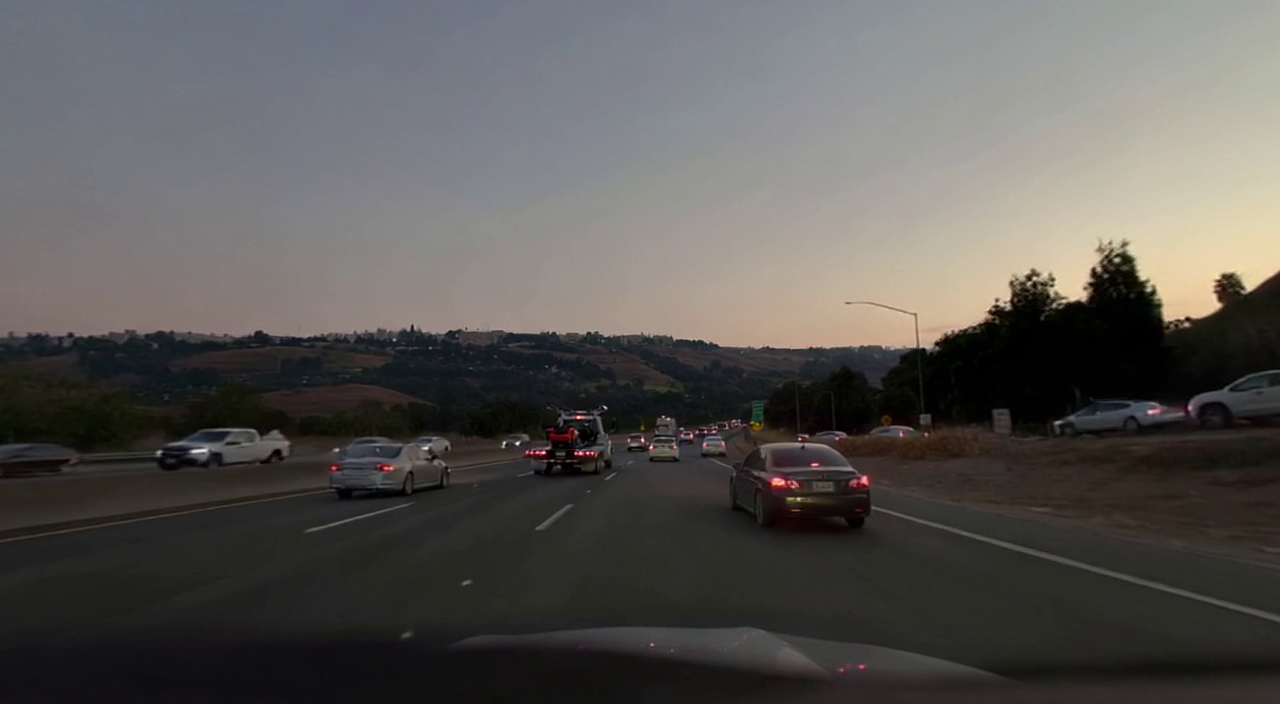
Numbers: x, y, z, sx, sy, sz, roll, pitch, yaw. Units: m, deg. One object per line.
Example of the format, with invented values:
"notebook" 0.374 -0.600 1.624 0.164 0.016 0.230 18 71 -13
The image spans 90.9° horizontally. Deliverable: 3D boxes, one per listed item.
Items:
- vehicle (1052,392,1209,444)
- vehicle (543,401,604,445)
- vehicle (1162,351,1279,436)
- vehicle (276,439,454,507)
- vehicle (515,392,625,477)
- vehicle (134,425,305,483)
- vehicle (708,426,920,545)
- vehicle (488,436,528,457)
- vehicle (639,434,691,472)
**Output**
"vehicle" 17.215 2.438 22.456 2.034 1.647 4.188 0 -8 -3
"vehicle" -2.650 3.031 26.191 1.893 1.674 4.766 0 -8 2
"vehicle" 13.647 0.870 12.958 1.979 1.616 4.268 1 -8 -4
"vehicle" -6.406 2.857 15.483 1.964 1.395 4.948 0 -8 2
"vehicle" -2.586 3.660 27.421 3.162 2.955 10.282 0 -8 3
"vehicle" -15.414 3.799 23.679 2.333 1.897 5.499 -1 -8 4
"vehicle" 2.448 2.012 10.204 2.040 1.481 4.260 0 -8 -3
"vehicle" -9.988 7.186 47.989 1.881 1.511 3.959 -1 -8 5
"vehicle" 1.085 4.339 27.173 2.079 1.499 3.915 0 -8 2
